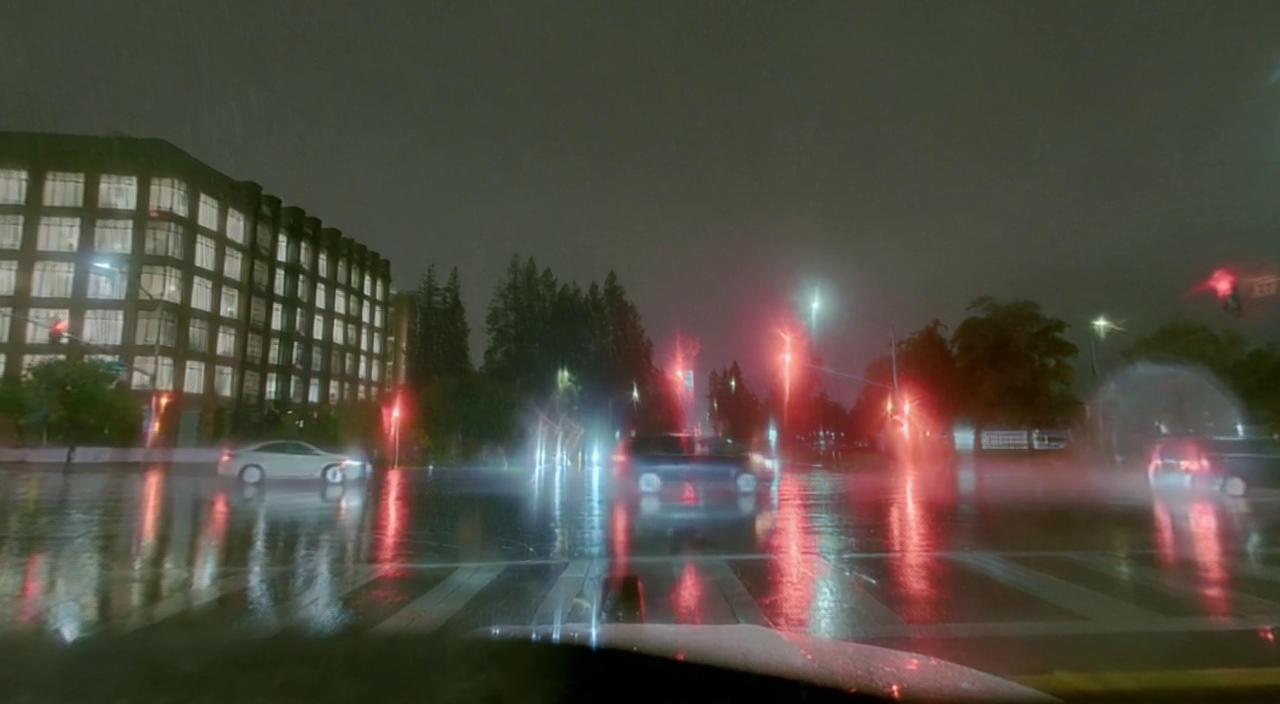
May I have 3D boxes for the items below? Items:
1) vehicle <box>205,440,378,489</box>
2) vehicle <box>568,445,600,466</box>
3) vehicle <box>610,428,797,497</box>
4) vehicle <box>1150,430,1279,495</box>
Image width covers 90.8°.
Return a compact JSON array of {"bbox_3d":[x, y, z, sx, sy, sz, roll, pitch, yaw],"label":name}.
[{"bbox_3d":[-11.101,3.607,20.516,4.424,1.454,2.043,2,-9,-11],"label":"vehicle"},{"bbox_3d":[-4.387,8.131,49.773,2.130,1.613,4.121,0,-8,0],"label":"vehicle"},{"bbox_3d":[1.678,3.093,17.965,4.923,1.800,2.153,1,-8,-6],"label":"vehicle"},{"bbox_3d":[20.026,3.514,20.398,5.101,1.940,2.468,1,-8,-6],"label":"vehicle"}]
